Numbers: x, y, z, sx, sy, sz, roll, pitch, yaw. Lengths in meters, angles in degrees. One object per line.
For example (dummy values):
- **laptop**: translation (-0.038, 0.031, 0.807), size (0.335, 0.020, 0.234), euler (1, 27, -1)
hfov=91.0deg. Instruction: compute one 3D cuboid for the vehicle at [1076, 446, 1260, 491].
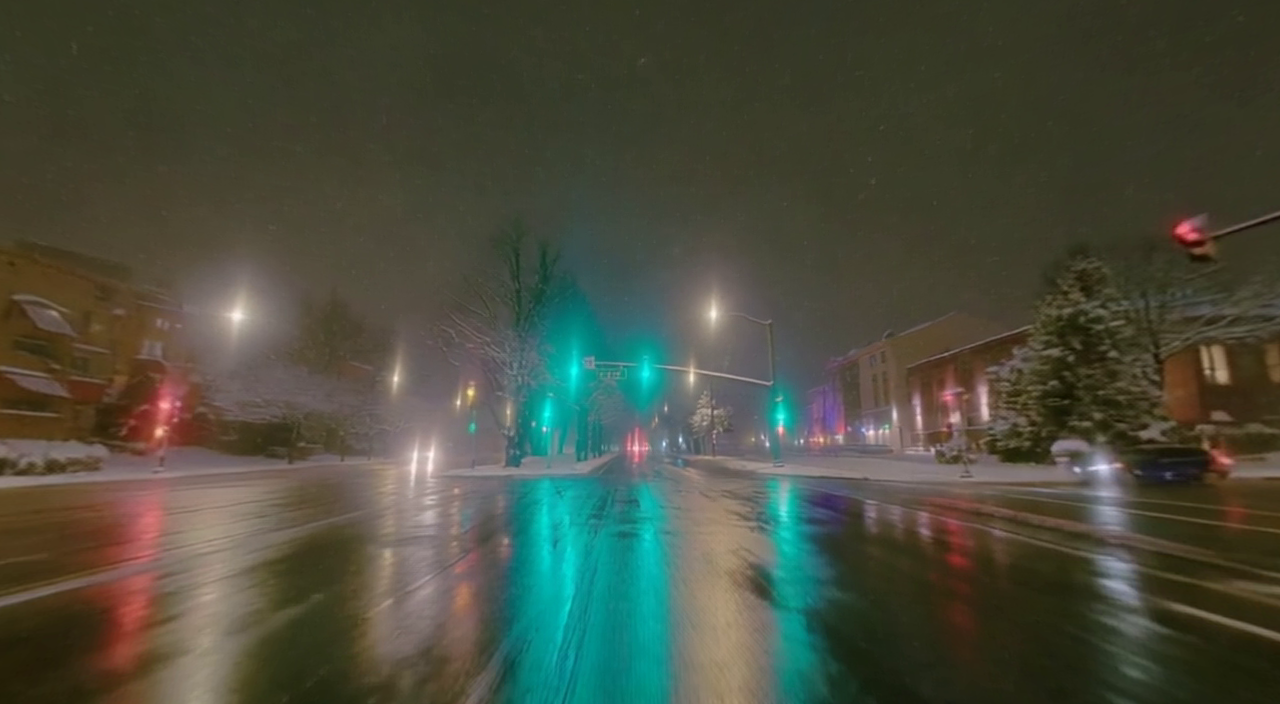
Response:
- **vehicle**: translation (17.800, 3.935, 21.380), size (4.583, 1.426, 1.892), euler (0, -9, -2)
